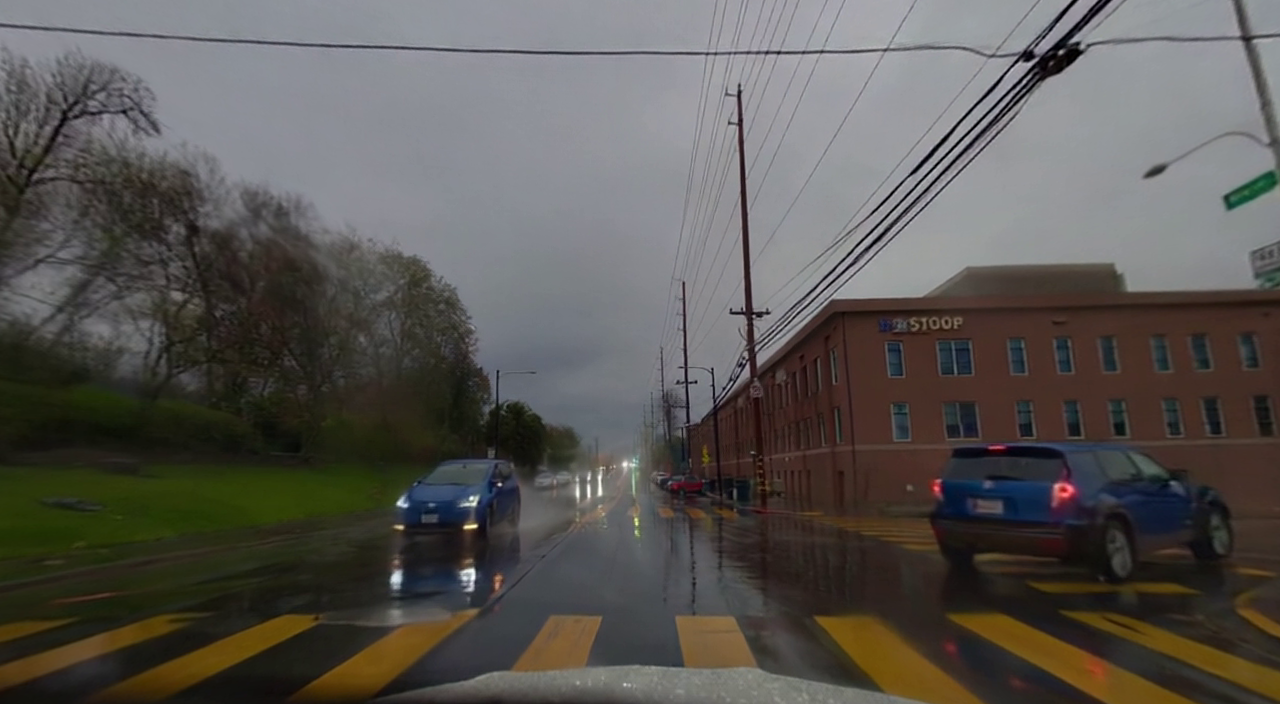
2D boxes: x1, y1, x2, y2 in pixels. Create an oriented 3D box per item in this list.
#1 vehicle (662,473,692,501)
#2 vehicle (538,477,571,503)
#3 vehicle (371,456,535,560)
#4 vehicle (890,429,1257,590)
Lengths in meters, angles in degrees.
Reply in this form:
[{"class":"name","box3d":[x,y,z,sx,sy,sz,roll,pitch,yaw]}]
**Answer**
[{"class":"vehicle","box3d":[2.817,10.374,48.771,1.953,1.774,5.008,0,-8,-1]},{"class":"vehicle","box3d":[-6.632,10.710,49.370,1.913,1.682,4.365,0,-8,0]},{"class":"vehicle","box3d":[-3.334,2.828,12.182,1.911,1.563,4.057,0,-8,0]},{"class":"vehicle","box3d":[6.349,2.072,9.252,4.872,1.789,2.214,4,-9,-27]}]
